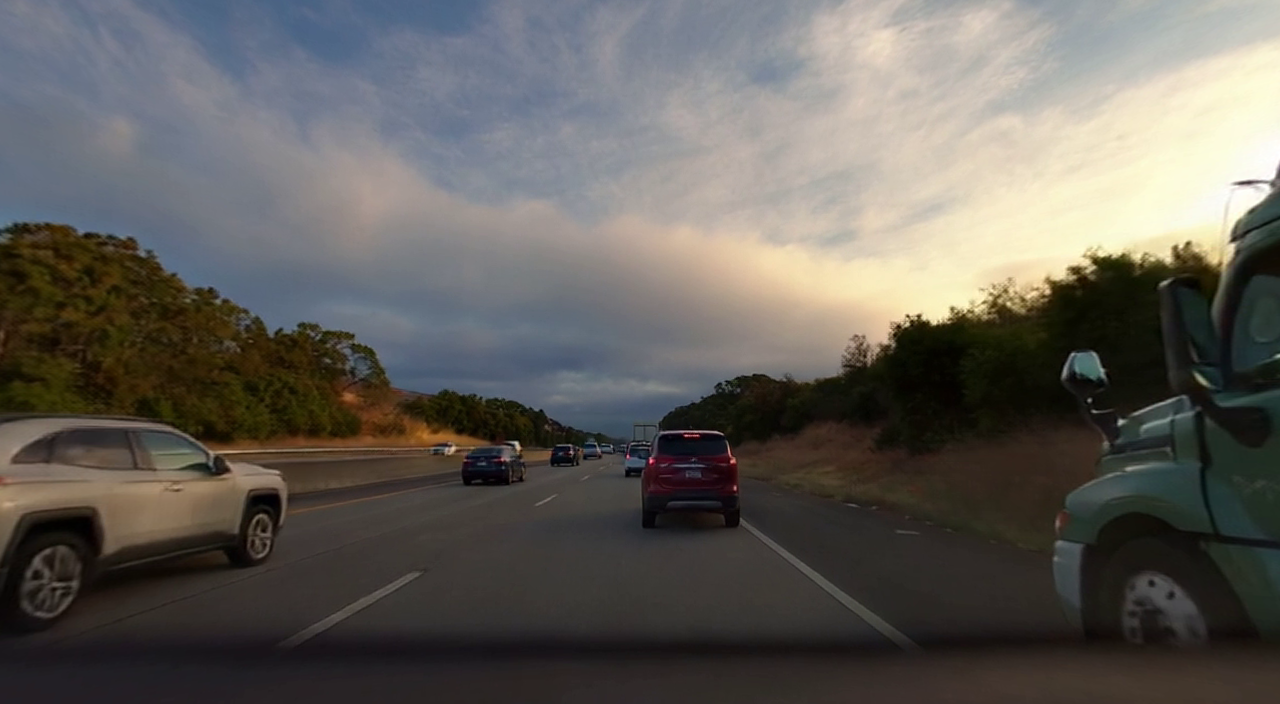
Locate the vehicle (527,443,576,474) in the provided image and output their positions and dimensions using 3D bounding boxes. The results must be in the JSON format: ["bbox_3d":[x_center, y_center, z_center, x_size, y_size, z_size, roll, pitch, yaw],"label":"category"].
[{"bbox_3d":[-4.629,5.624,33.585,1.855,1.527,4.209,0,-9,2],"label":"vehicle"}]

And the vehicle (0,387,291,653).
[{"bbox_3d":[-4.955,1.208,4.959,1.934,1.642,4.201,0,-9,1],"label":"vehicle"}]

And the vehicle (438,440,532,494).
[{"bbox_3d":[-4.678,3.527,19.626,1.867,1.489,3.829,0,-9,1],"label":"vehicle"}]

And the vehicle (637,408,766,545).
[{"bbox_3d":[0.865,2.072,11.009,1.825,1.920,3.960,0,-9,0],"label":"vehicle"}]

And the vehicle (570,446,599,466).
[{"bbox_3d":[-4.289,8.113,49.312,1.857,1.423,3.920,0,-9,1],"label":"vehicle"}]
